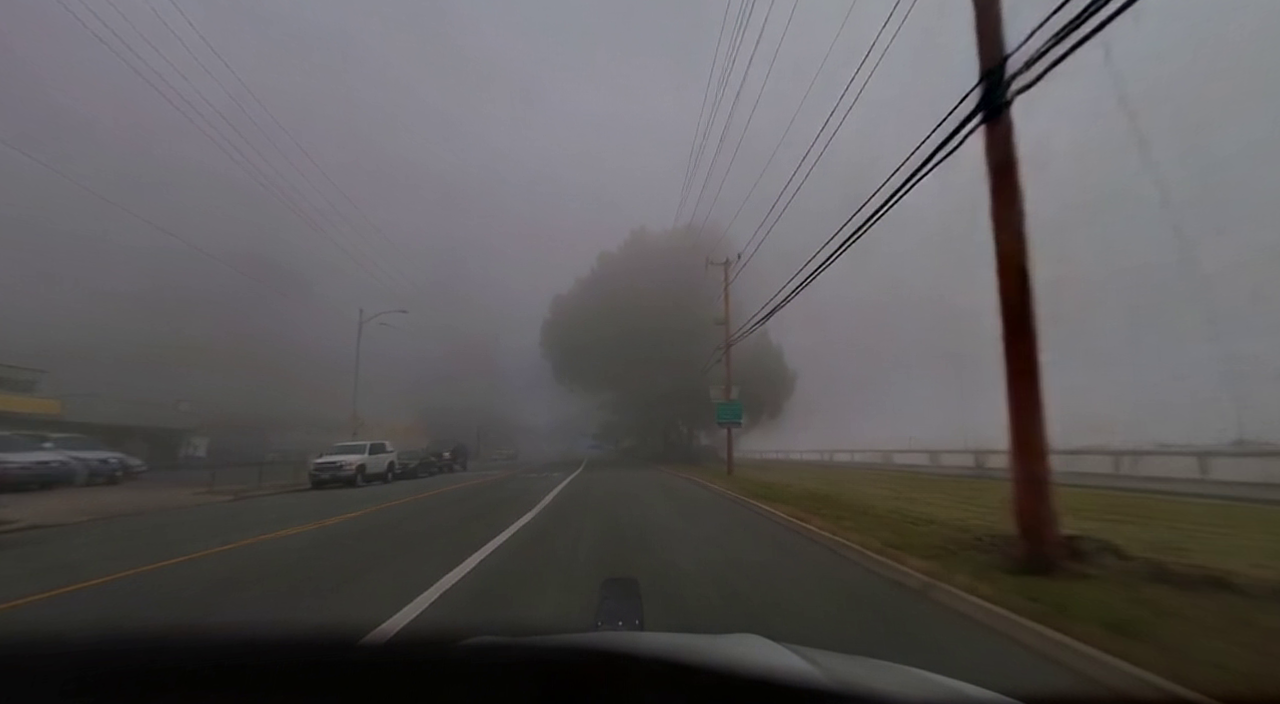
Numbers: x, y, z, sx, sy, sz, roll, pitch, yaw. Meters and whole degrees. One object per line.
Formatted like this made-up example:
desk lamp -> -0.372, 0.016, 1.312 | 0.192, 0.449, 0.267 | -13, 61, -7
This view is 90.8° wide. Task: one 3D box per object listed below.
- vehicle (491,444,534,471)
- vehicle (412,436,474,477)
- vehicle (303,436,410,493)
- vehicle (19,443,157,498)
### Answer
vehicle -> -7.677, 6.395, 38.384 | 1.849, 1.512, 4.302 | 0, -9, -2
vehicle -> -11.182, 5.992, 36.298 | 2.210, 2.025, 5.665 | -2, -9, -5
vehicle -> -10.427, 4.149, 23.734 | 2.016, 1.872, 5.297 | 1, -9, -6
vehicle -> -17.924, 3.869, 20.812 | 1.985, 1.455, 4.636 | 0, -10, -23
